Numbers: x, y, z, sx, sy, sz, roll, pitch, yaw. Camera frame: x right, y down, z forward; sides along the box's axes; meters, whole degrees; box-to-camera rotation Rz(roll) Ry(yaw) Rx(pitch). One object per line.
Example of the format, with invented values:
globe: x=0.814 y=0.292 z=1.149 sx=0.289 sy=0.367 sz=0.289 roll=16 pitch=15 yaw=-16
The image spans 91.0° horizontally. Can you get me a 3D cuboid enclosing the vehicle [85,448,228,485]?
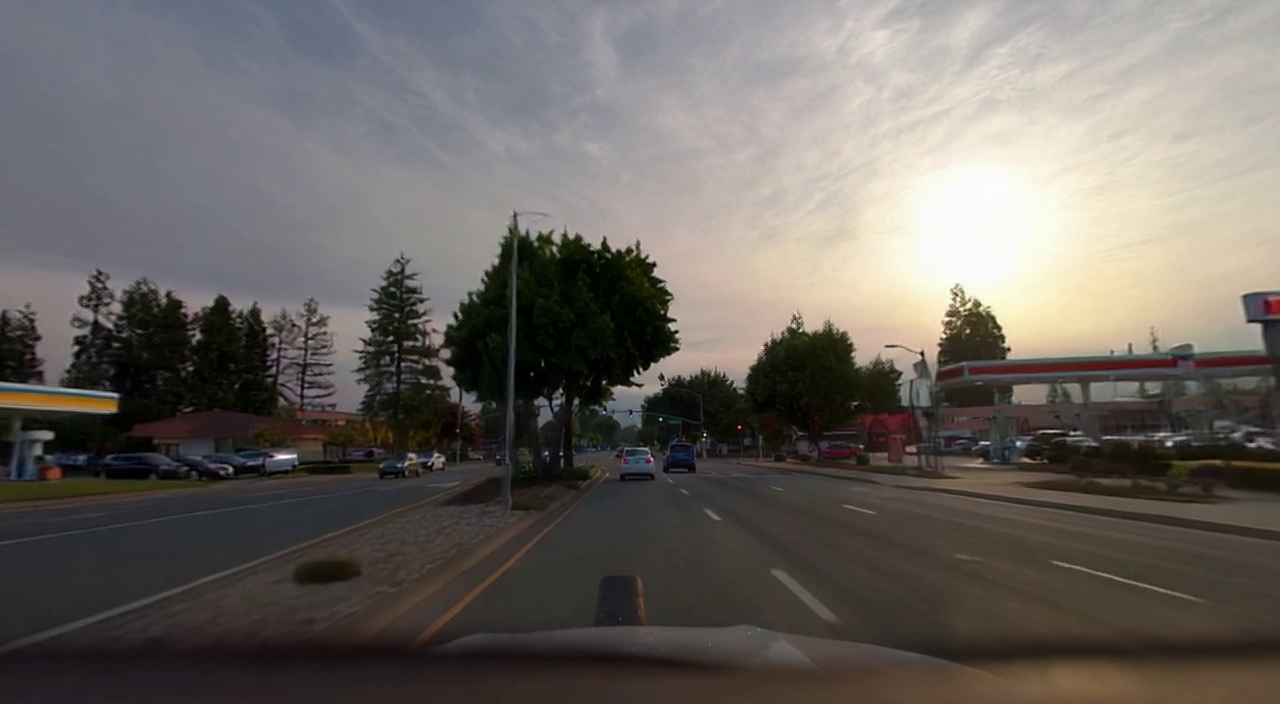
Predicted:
vehicle: x=-27.099 y=6.424 z=35.578 sx=6.027 sy=1.805 sz=2.010 roll=3 pitch=-11 yaw=-26

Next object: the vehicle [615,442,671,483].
vehicle: x=0.100 y=4.605 z=26.475 sx=2.145 sy=1.572 sz=4.021 roll=0 pitch=-9 yaw=-1

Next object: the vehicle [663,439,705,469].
vehicle: x=3.231 y=7.704 z=47.655 sx=2.731 sy=2.101 sz=6.047 roll=0 pitch=-9 yaw=0
